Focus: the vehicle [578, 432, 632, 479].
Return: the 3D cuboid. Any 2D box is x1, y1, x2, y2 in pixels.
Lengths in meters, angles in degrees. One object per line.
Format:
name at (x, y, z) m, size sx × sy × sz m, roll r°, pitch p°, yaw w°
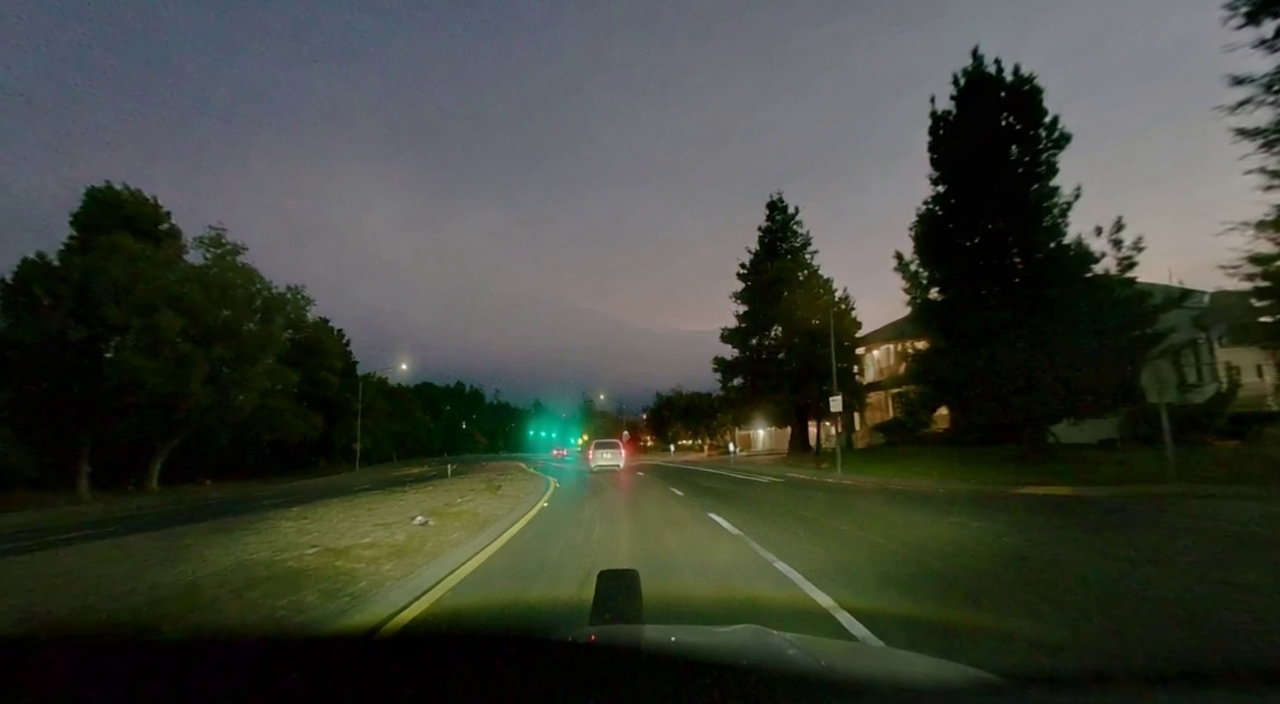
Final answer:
vehicle at (-1.717, 4.804, 29.402) m, size 2.072 × 2.002 × 4.391 m, roll 1°, pitch -9°, yaw -9°
